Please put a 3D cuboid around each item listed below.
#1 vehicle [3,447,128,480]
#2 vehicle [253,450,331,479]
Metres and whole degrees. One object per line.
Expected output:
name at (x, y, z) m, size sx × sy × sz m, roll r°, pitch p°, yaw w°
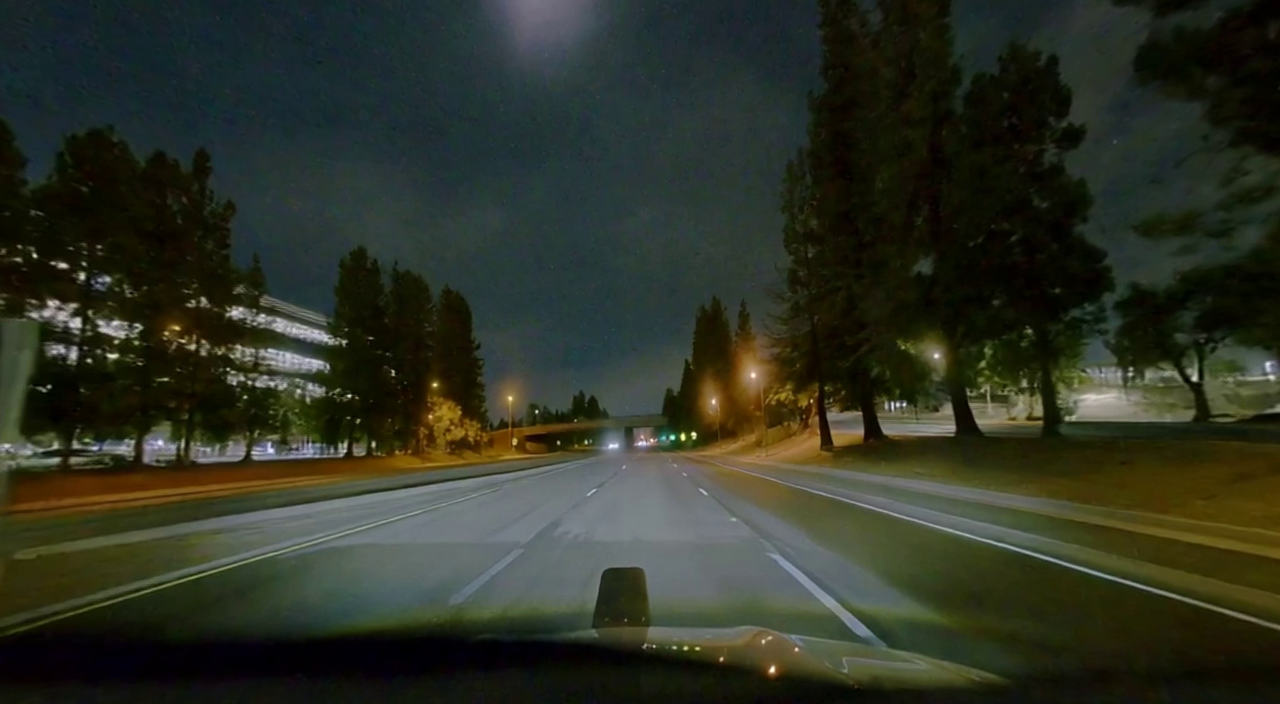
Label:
vehicle at (-30.608, 5.911, 33.723) m, size 1.797 × 1.621 × 4.454 m, roll -4°, pitch -10°, yaw 30°
vehicle at (-21.445, 6.929, 39.146) m, size 1.945 × 1.481 × 5.005 m, roll -3°, pitch -8°, yaw 1°
